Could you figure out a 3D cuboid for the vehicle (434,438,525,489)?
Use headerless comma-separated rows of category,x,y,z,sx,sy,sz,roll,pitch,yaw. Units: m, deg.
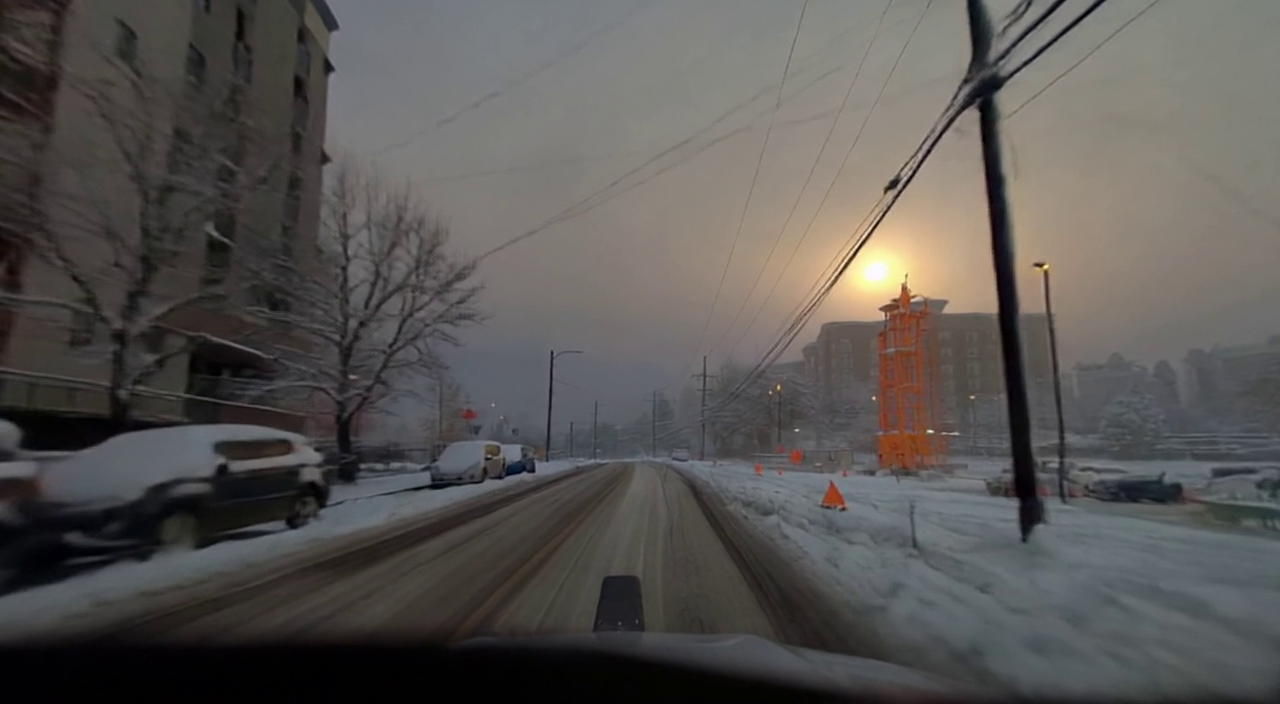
vehicle,-5.737,4.033,23.124,1.998,1.633,4.673,0,-9,1

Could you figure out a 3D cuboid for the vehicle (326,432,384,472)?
vehicle,-12.819,4.439,28.136,1.998,1.576,5.203,4,-10,-27

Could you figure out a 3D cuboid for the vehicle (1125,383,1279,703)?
vehicle,3.762,0.768,0.936,2.097,1.777,5.003,0,-9,0

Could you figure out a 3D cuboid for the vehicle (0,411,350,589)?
vehicle,-6.062,1.762,8.416,1.991,1.683,4.647,0,-9,2
